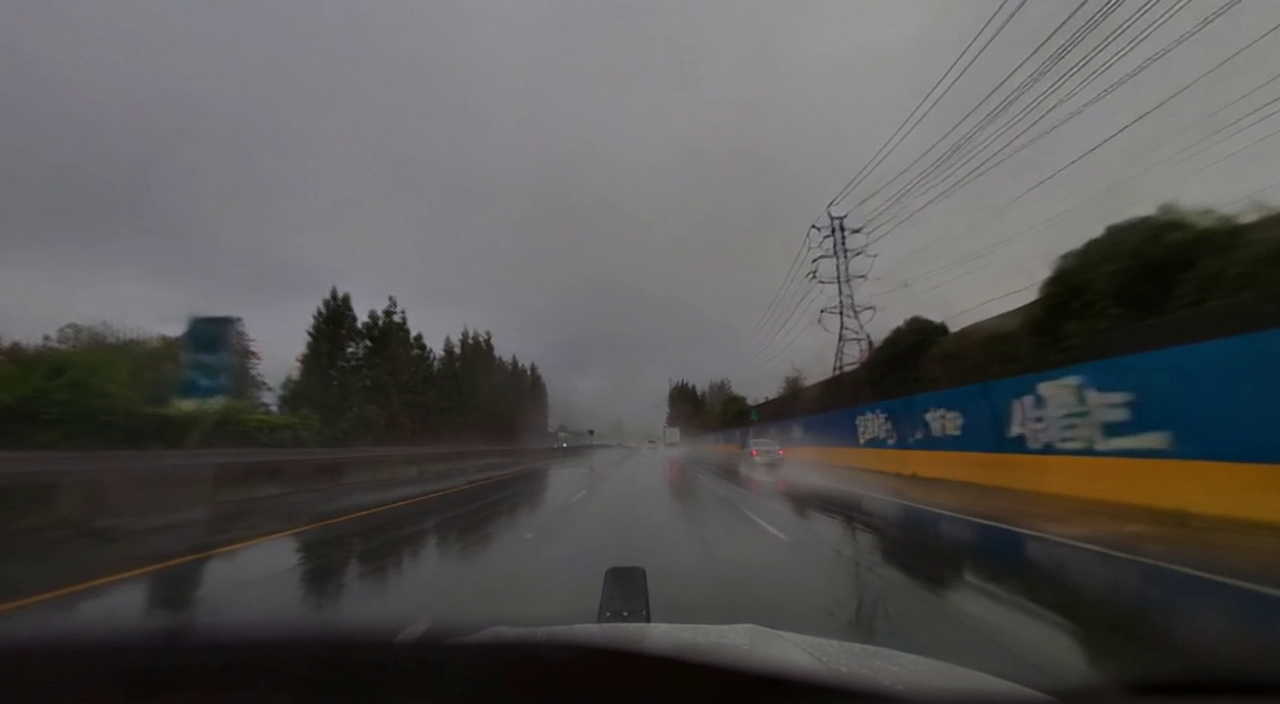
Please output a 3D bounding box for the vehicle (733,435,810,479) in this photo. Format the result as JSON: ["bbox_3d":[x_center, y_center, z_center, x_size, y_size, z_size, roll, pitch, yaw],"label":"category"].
[{"bbox_3d":[4.851,3.937,23.811,1.991,1.494,3.951,0,-8,-1],"label":"vehicle"}]
